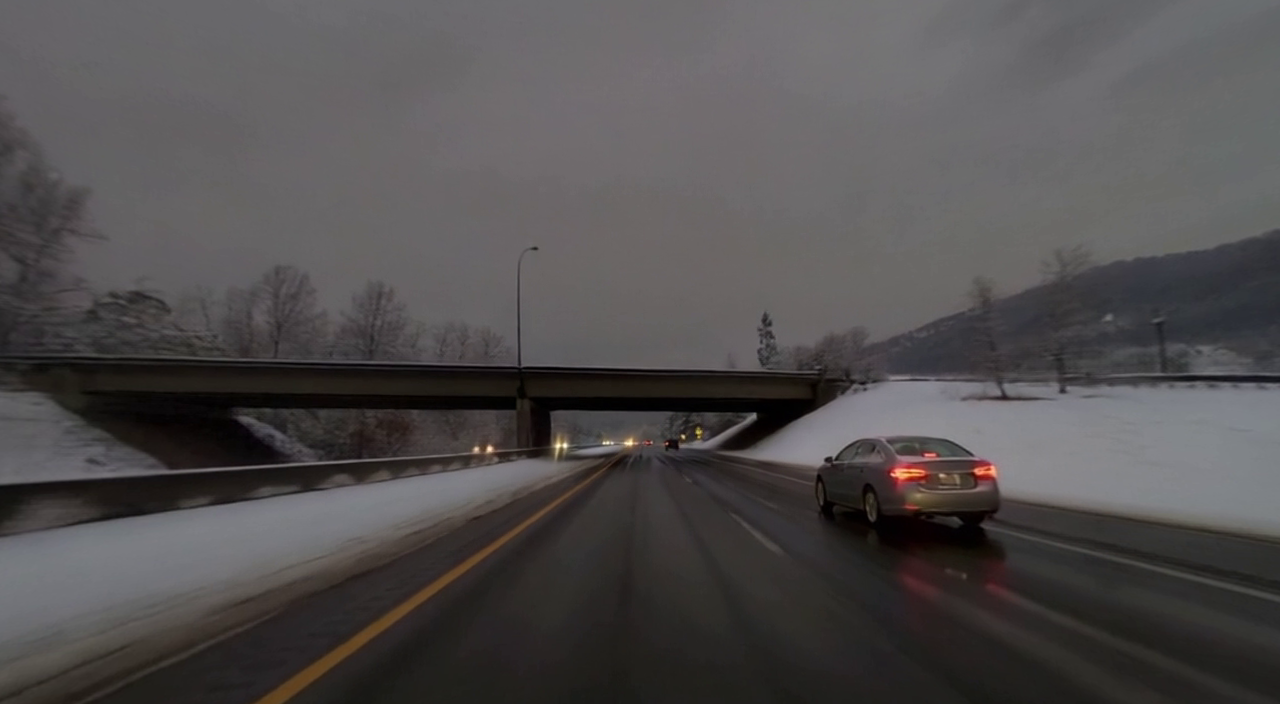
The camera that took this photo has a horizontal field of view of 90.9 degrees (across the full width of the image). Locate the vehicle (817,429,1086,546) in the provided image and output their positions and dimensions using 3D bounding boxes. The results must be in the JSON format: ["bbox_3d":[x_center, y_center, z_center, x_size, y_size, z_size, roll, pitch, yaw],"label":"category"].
[{"bbox_3d":[4.685,2.088,10.531,2.027,1.487,4.718,0,-8,-1],"label":"vehicle"}]
